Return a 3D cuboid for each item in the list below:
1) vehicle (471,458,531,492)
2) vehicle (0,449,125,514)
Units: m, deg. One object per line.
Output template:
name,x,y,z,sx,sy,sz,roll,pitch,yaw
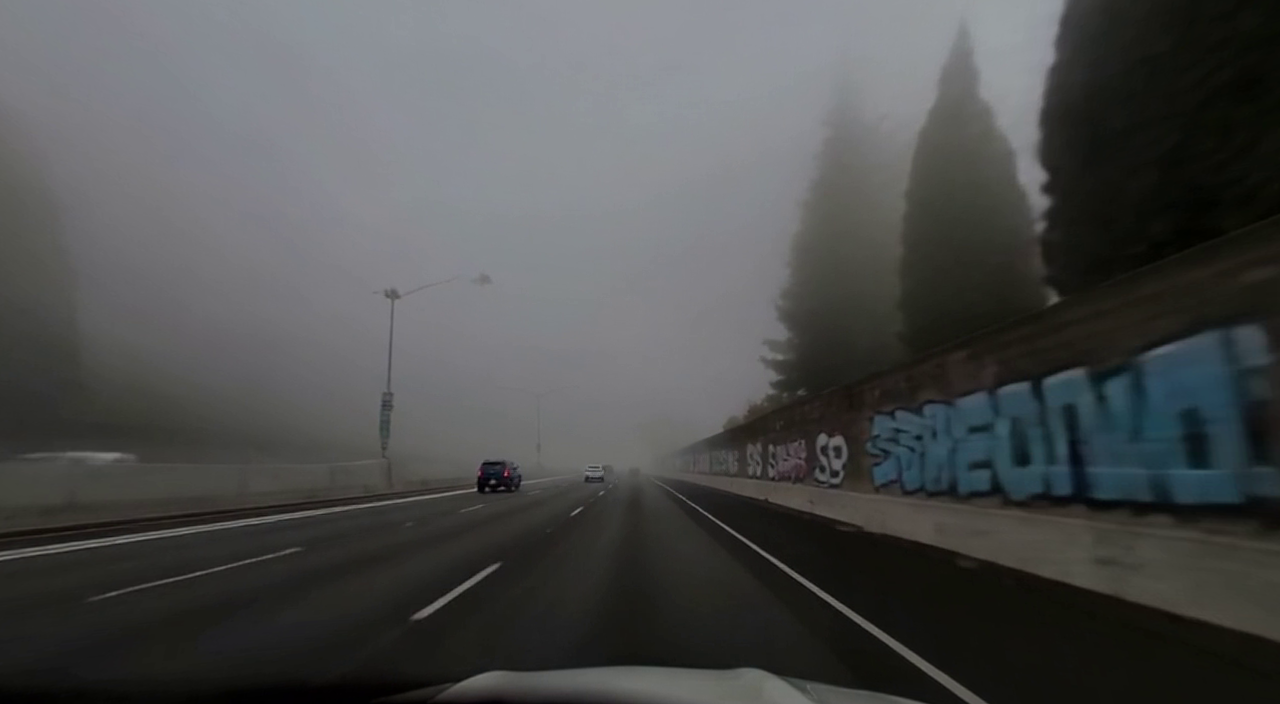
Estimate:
vehicle,-7.208,6.462,33.144,2.124,1.630,4.416,1,-10,0
vehicle,-18.979,3.899,19.195,2.278,1.773,4.993,1,-10,0
